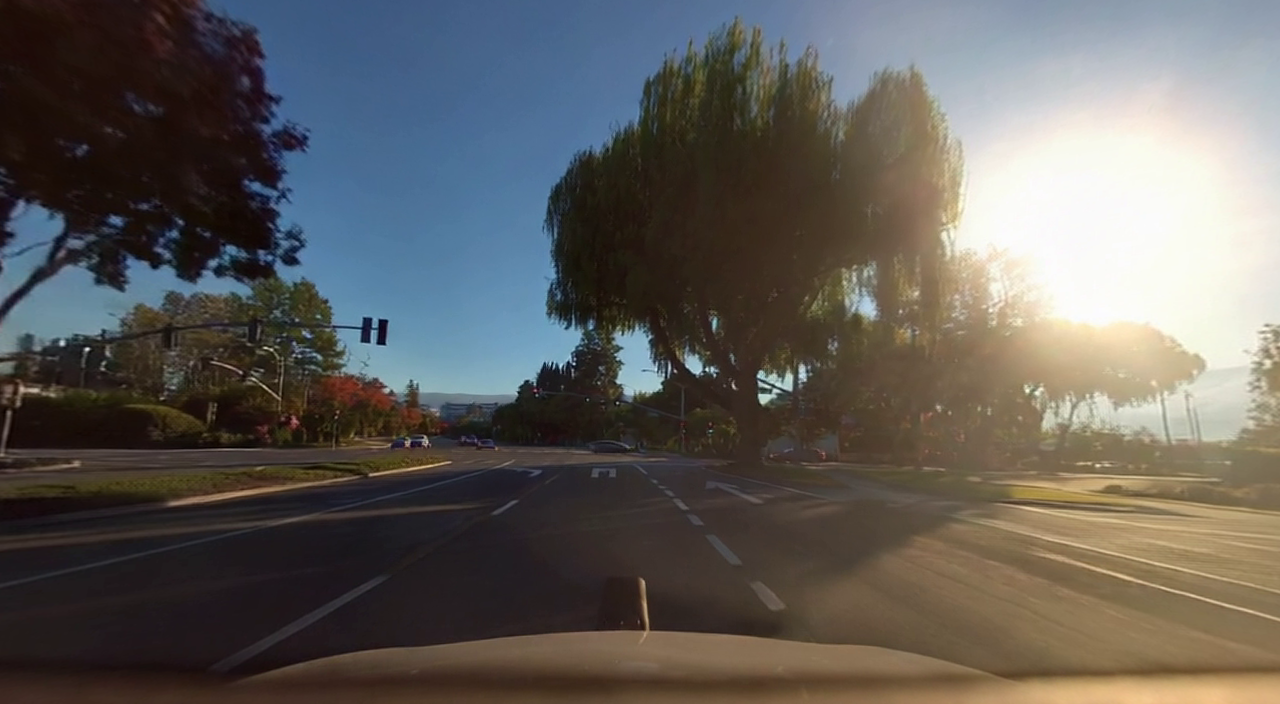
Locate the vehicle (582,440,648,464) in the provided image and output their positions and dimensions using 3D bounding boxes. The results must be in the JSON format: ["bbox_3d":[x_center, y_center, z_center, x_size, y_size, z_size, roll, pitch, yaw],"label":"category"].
[{"bbox_3d":[-1.845,7.287,46.264,4.605,1.665,1.888,2,-9,-13],"label":"vehicle"}]
